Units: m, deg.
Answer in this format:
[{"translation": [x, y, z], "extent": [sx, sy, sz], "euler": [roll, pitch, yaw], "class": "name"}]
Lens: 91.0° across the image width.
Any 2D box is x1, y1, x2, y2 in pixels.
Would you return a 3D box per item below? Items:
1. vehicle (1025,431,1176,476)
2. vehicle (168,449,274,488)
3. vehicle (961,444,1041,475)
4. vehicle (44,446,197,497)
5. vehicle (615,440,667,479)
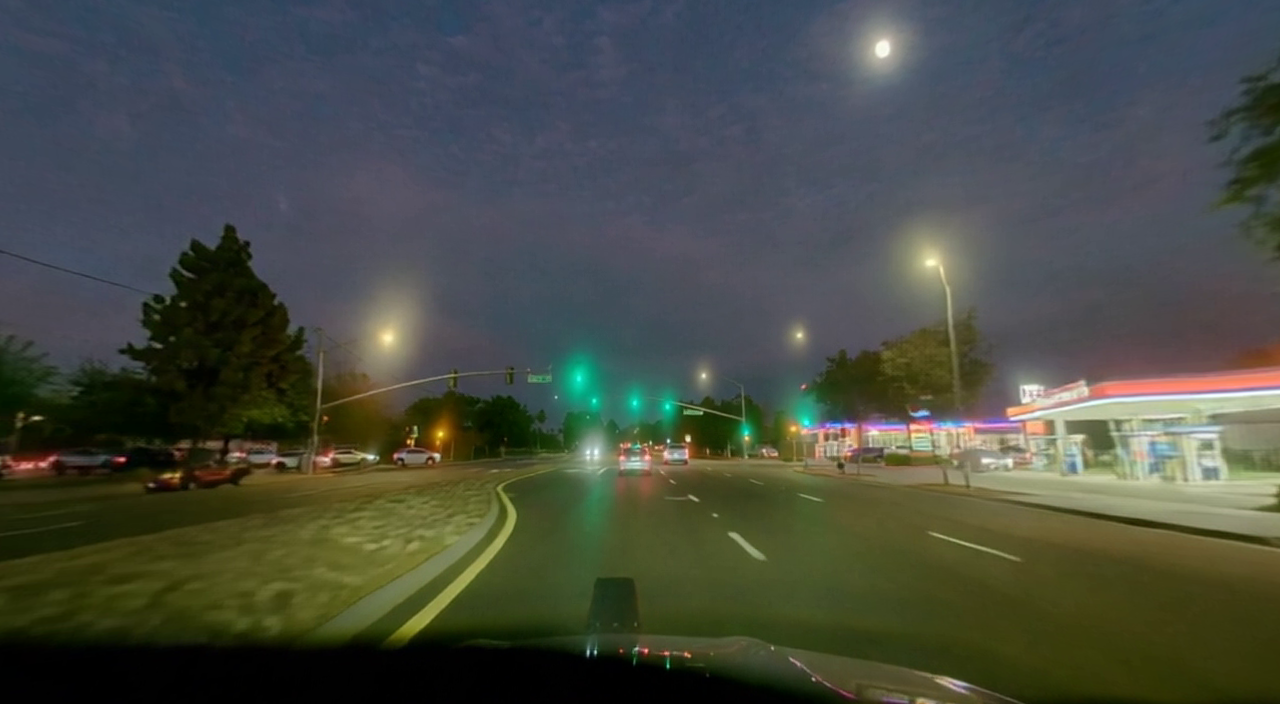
[{"translation": [20.515, 4.584, 28.542], "extent": [2.254, 1.804, 5.953], "euler": [0, -9, -1], "class": "vehicle"}, {"translation": [-19.115, 5.293, 28.993], "extent": [1.920, 1.638, 4.299], "euler": [1, -9, 0], "class": "vehicle"}, {"translation": [20.308, 6.072, 35.666], "extent": [1.950, 1.519, 4.860], "euler": [-3, -9, 5], "class": "vehicle"}, {"translation": [-19.103, 4.407, 23.469], "extent": [1.967, 1.680, 4.396], "euler": [-1, -9, -1], "class": "vehicle"}, {"translation": [0.013, 4.768, 28.125], "extent": [2.145, 1.572, 4.021], "euler": [1, -9, -1], "class": "vehicle"}]
